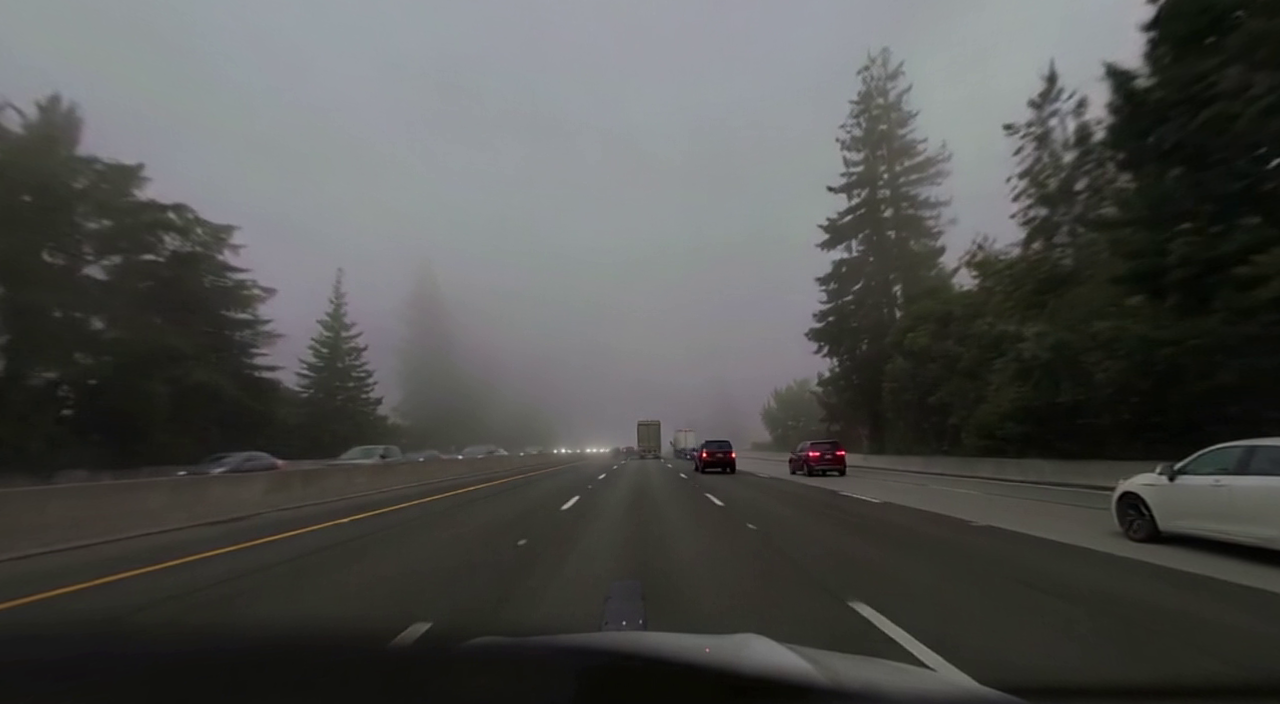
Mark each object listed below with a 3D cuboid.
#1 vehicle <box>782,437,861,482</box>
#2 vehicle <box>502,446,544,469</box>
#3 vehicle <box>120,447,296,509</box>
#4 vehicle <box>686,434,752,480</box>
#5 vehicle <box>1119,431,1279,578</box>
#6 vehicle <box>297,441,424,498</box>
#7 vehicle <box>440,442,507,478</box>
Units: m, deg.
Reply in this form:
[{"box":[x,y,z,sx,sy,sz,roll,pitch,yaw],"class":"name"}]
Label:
[{"box":[7.491,4.469,26.499,1.976,1.703,4.288,0,-8,-1],"class":"vehicle"},{"box":[-8.056,7.304,43.883,1.958,1.503,4.671,0,-8,1],"class":"vehicle"},{"box":[-12.391,3.603,18.554,1.930,1.549,4.442,0,-8,2],"class":"vehicle"},{"box":[3.432,4.650,28.250,2.209,1.862,4.717,0,-8,-2],"class":"vehicle"},{"box":[7.552,1.504,6.092,2.022,1.488,4.817,0,-8,-1],"class":"vehicle"},{"box":[-8.587,3.609,19.885,1.963,1.571,4.318,0,-8,1],"class":"vehicle"},{"box":[-7.963,5.203,30.609,1.997,1.600,4.277,0,-8,1],"class":"vehicle"}]
